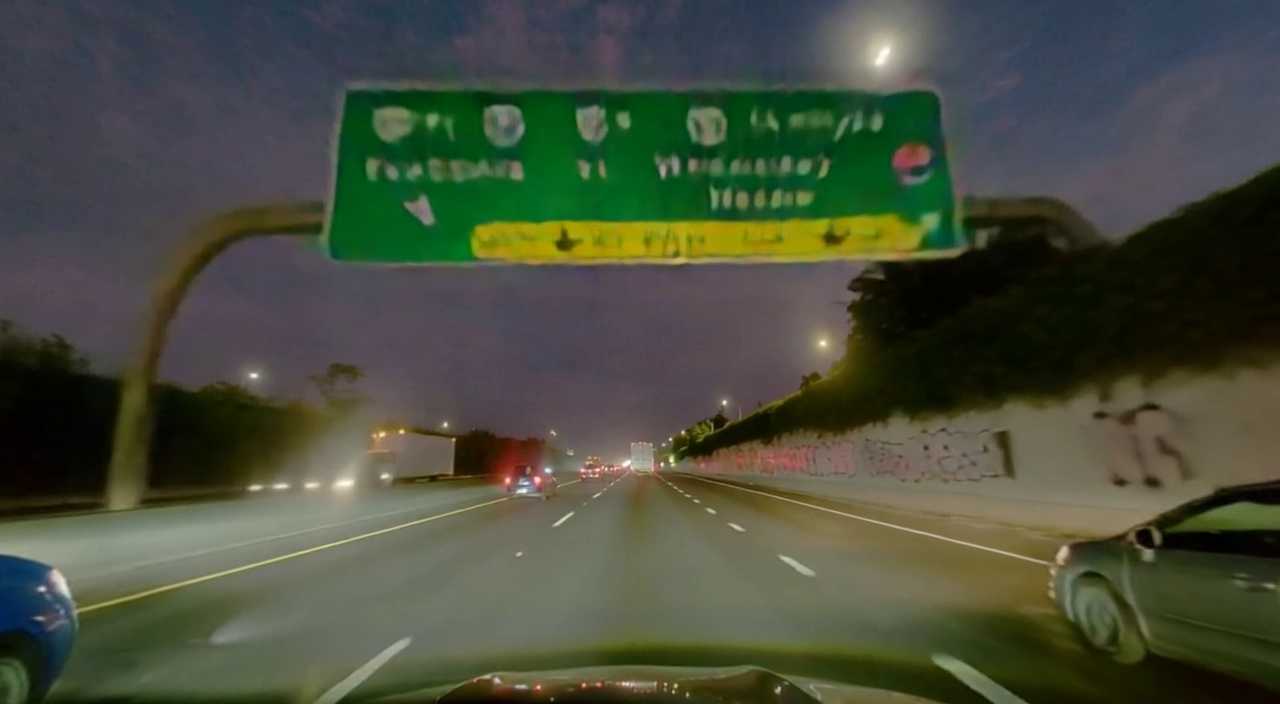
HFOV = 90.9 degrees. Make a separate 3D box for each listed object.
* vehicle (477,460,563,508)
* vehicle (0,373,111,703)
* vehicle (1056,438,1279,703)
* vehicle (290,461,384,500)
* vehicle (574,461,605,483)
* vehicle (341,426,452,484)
[{"bbox_3d":[-3.983,4.473,21.599,2.054,1.443,4.131,0,-10,1],"label":"vehicle"},{"bbox_3d":[-3.403,0.545,0.510,2.004,1.610,4.508,1,-10,-1],"label":"vehicle"},{"bbox_3d":[4.170,1.087,2.646,1.917,1.458,4.199,1,-10,-1],"label":"vehicle"},{"bbox_3d":[-12.505,5.327,26.297,1.842,1.453,4.161,1,-10,0],"label":"vehicle"},{"bbox_3d":[-3.892,9.388,49.461,2.032,1.625,4.023,0,-10,1],"label":"vehicle"},{"bbox_3d":[-17.367,7.738,46.458,2.922,3.622,13.507,1,-11,-1],"label":"vehicle"}]
